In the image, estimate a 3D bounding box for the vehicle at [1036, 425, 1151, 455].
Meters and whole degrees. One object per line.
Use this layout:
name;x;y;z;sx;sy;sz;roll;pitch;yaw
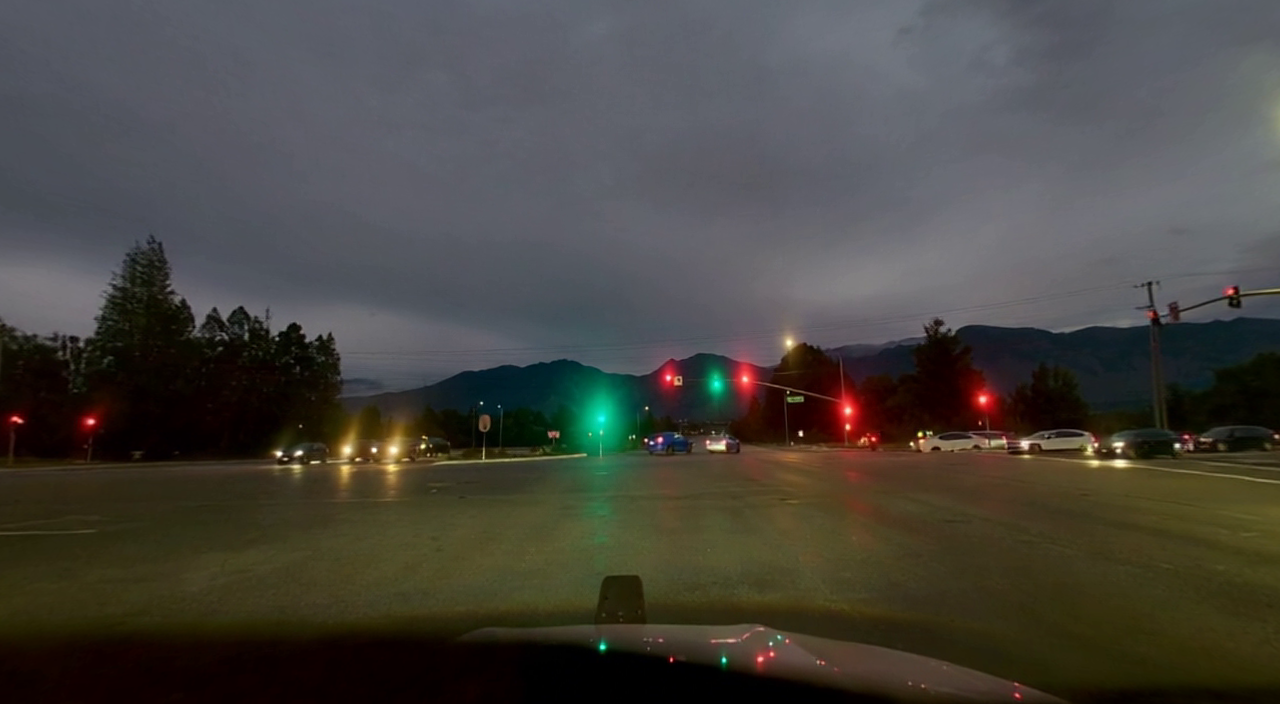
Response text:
vehicle;26.703;5.226;37.349;5.100;1.680;2.055;0;-8;3

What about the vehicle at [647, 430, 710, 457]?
vehicle;2.721;6.351;43.672;2.105;1.735;4.812;-6;-10;35

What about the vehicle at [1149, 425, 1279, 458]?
vehicle;27.288;4.212;29.818;4.778;1.495;1.959;0;-8;0
